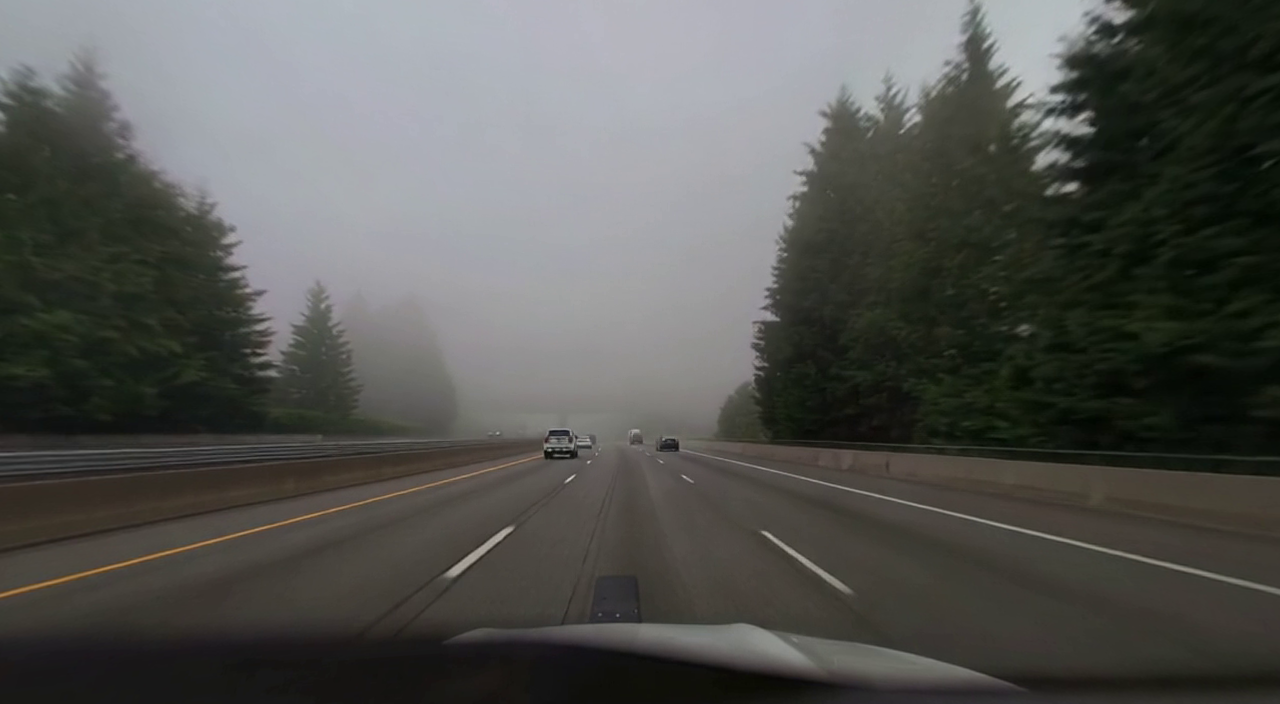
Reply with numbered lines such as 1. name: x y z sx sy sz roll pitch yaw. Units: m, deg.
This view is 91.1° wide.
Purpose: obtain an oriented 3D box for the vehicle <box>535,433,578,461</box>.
1. vehicle: -4.574 5.222 34.751 1.966 1.460 3.519 0 -8 -1
